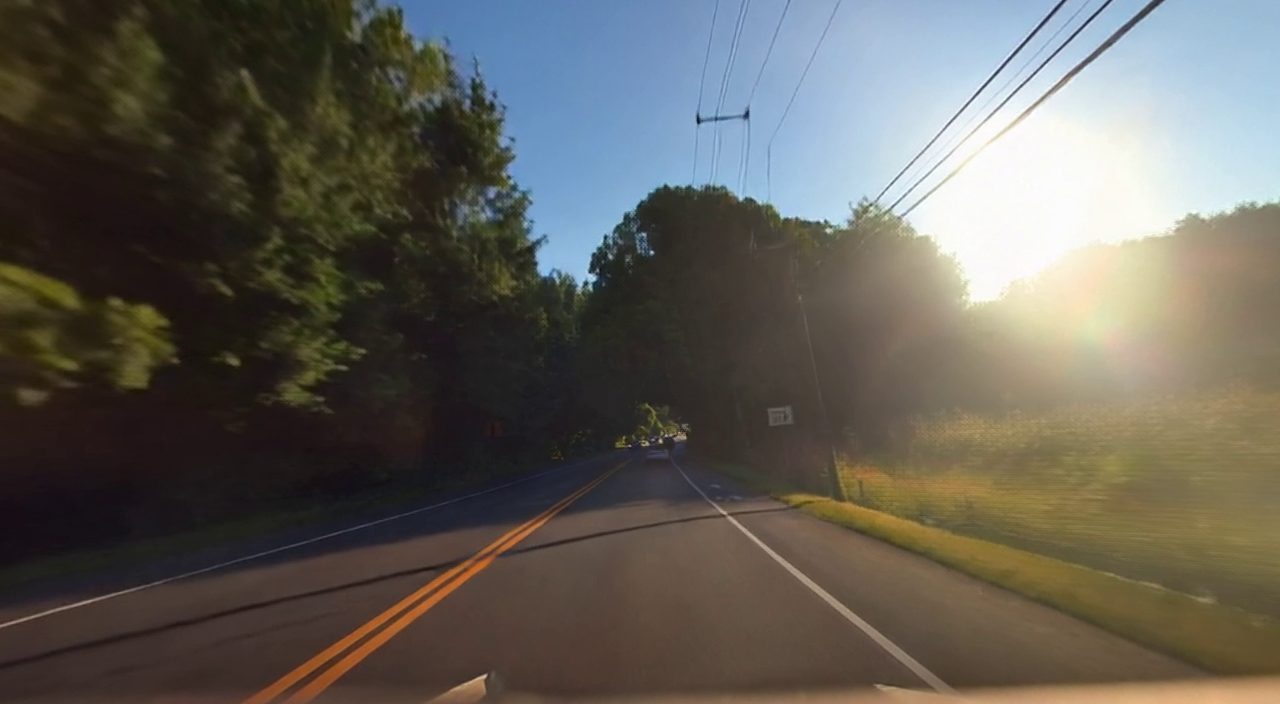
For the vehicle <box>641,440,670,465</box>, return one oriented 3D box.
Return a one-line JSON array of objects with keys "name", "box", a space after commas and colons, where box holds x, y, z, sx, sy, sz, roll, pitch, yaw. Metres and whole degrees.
[{"name": "vehicle", "box": [1.232, 7.639, 48.249, 2.083, 1.767, 4.448, 0, -9, 2]}]
